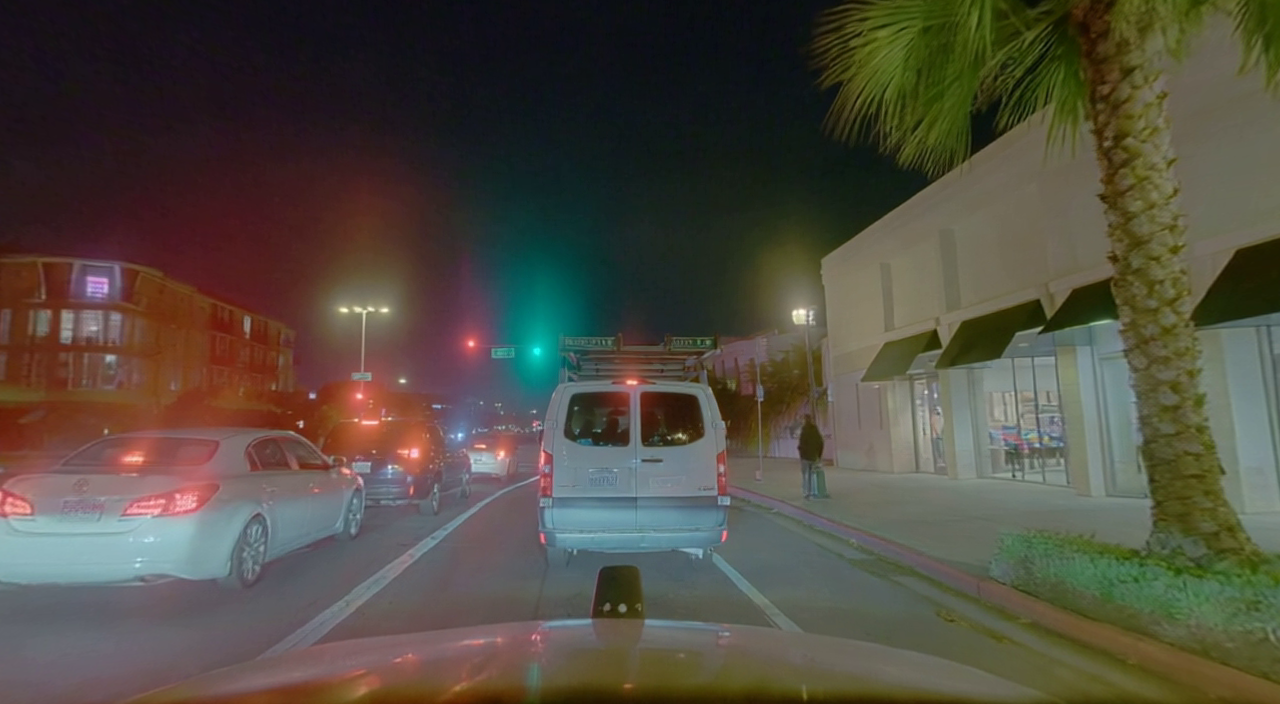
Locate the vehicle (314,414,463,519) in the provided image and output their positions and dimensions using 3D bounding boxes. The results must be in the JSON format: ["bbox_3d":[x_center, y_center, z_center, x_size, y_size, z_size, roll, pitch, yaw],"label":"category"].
[{"bbox_3d":[-5.202,2.425,13.879,2.089,1.854,5.022,2,-9,-11],"label":"vehicle"}]

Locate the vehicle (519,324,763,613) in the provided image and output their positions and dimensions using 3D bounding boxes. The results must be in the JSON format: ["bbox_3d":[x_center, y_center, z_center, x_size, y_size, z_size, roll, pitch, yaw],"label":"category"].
[{"bbox_3d":[-0.202,1.211,7.169,1.902,2.238,4.263,1,-9,-6],"label":"vehicle"}]

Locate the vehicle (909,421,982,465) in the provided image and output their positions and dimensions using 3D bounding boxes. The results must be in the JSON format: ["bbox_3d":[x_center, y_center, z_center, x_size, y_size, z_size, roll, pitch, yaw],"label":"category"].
[{"bbox_3d":[12.645,3.764,26.037,2.046,1.675,3.924,-6,-10,33],"label":"vehicle"}]

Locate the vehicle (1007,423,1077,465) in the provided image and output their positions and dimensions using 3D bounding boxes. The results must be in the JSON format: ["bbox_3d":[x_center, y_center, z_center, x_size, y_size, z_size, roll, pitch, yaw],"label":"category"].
[{"bbox_3d":[15.796,3.613,24.717,2.048,1.475,3.972,-6,-10,34],"label":"vehicle"}]

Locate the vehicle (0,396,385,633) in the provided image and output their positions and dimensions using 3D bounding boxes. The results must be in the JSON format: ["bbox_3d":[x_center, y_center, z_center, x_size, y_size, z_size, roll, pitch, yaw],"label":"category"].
[{"bbox_3d":[-4.400,1.467,6.662,1.986,1.643,4.315,1,-9,-6],"label":"vehicle"}]

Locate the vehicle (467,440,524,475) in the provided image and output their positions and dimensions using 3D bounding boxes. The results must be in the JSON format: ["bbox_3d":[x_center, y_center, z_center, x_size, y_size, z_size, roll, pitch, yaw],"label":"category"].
[{"bbox_3d":[-6.834,4.890,29.565,1.818,1.479,4.428,4,-9,-22],"label":"vehicle"}]
